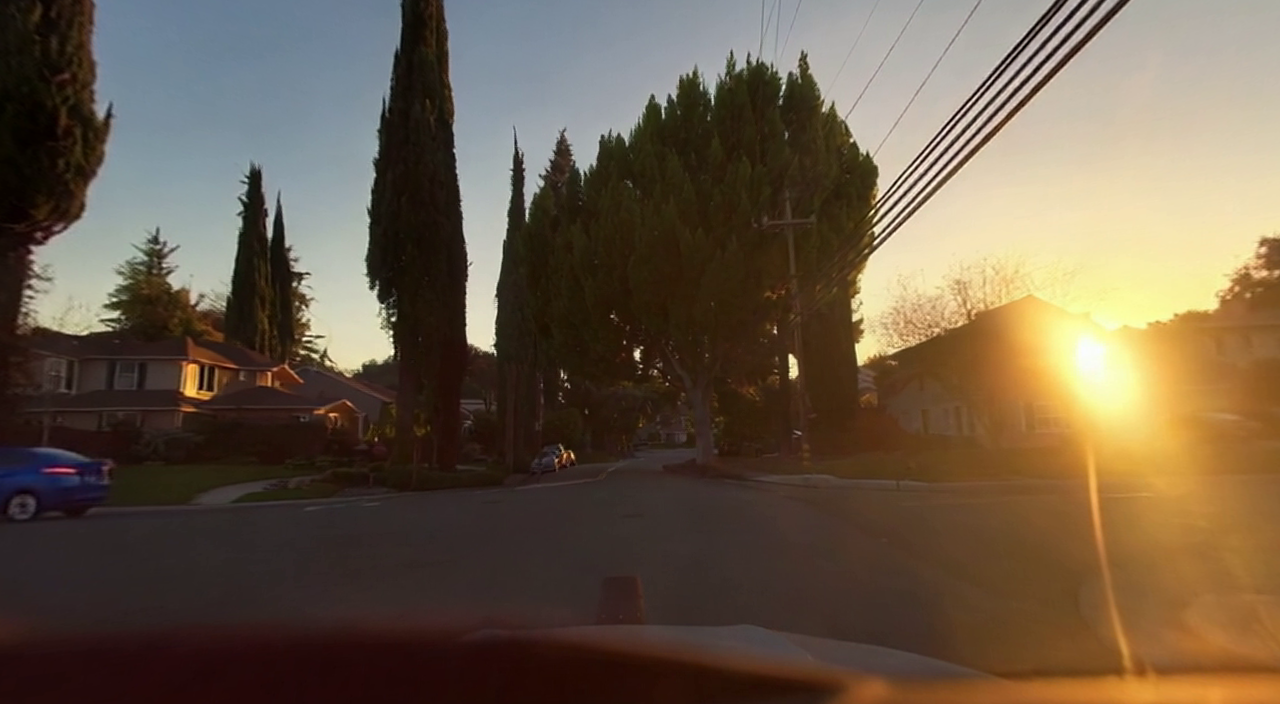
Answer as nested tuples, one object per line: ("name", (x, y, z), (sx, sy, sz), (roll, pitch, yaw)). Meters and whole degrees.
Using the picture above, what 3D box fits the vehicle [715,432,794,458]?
("vehicle", (7.491, 6.107, 41.674), (4.784, 1.647, 1.947), (0, -8, -5))

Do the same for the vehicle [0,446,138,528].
("vehicle", (-13.836, 2.824, 13.446), (4.396, 1.596, 1.988), (2, -8, -14))
